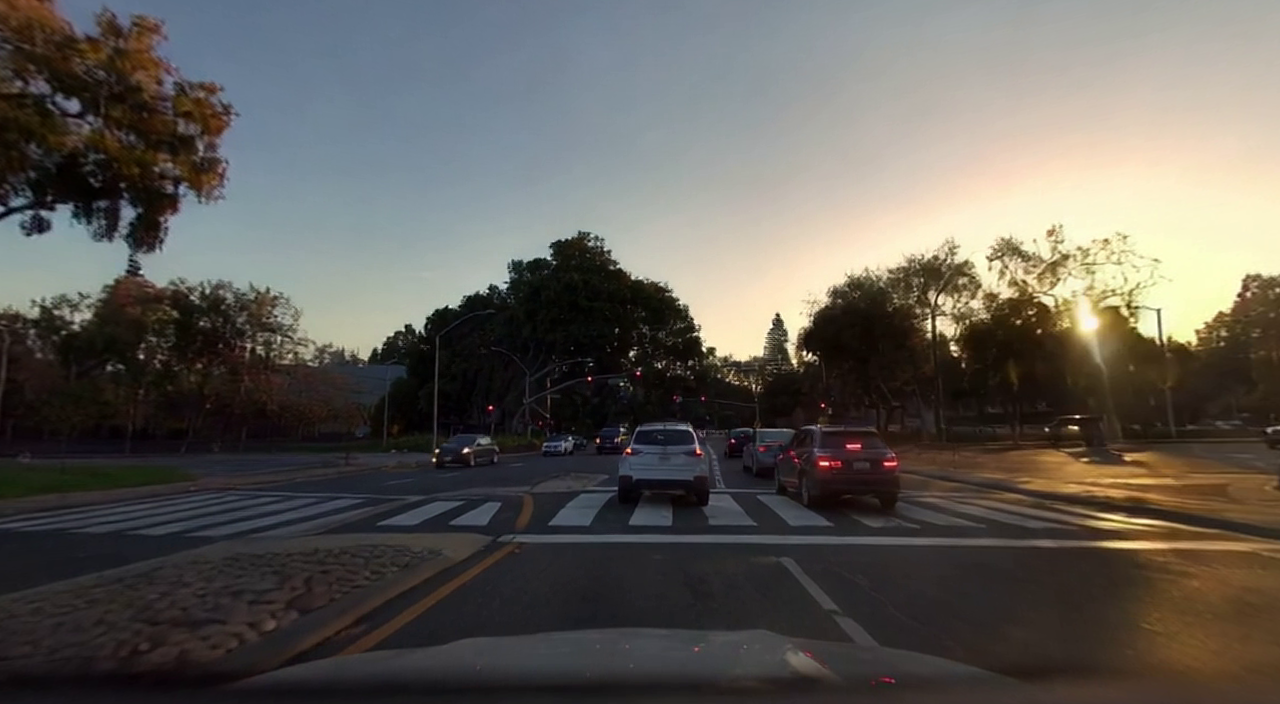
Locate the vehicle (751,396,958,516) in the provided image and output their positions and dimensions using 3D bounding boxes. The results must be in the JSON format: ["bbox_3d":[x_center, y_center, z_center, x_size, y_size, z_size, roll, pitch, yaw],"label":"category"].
[{"bbox_3d":[3.862,2.064,12.871,2.317,1.857,5.940,0,-9,2],"label":"vehicle"}]

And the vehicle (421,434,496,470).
[{"bbox_3d":[-8.205,4.576,28.935,1.868,1.496,4.219,-1,-9,4],"label":"vehicle"}]

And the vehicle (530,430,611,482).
[{"bbox_3d":[-2.157,3.347,20.705,2.023,1.494,4.259,-2,-8,2],"label":"vehicle"}]

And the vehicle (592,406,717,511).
[{"bbox_3d":[0.341,2.113,12.750,2.113,1.768,3.901,0,-9,3],"label":"vehicle"}]
